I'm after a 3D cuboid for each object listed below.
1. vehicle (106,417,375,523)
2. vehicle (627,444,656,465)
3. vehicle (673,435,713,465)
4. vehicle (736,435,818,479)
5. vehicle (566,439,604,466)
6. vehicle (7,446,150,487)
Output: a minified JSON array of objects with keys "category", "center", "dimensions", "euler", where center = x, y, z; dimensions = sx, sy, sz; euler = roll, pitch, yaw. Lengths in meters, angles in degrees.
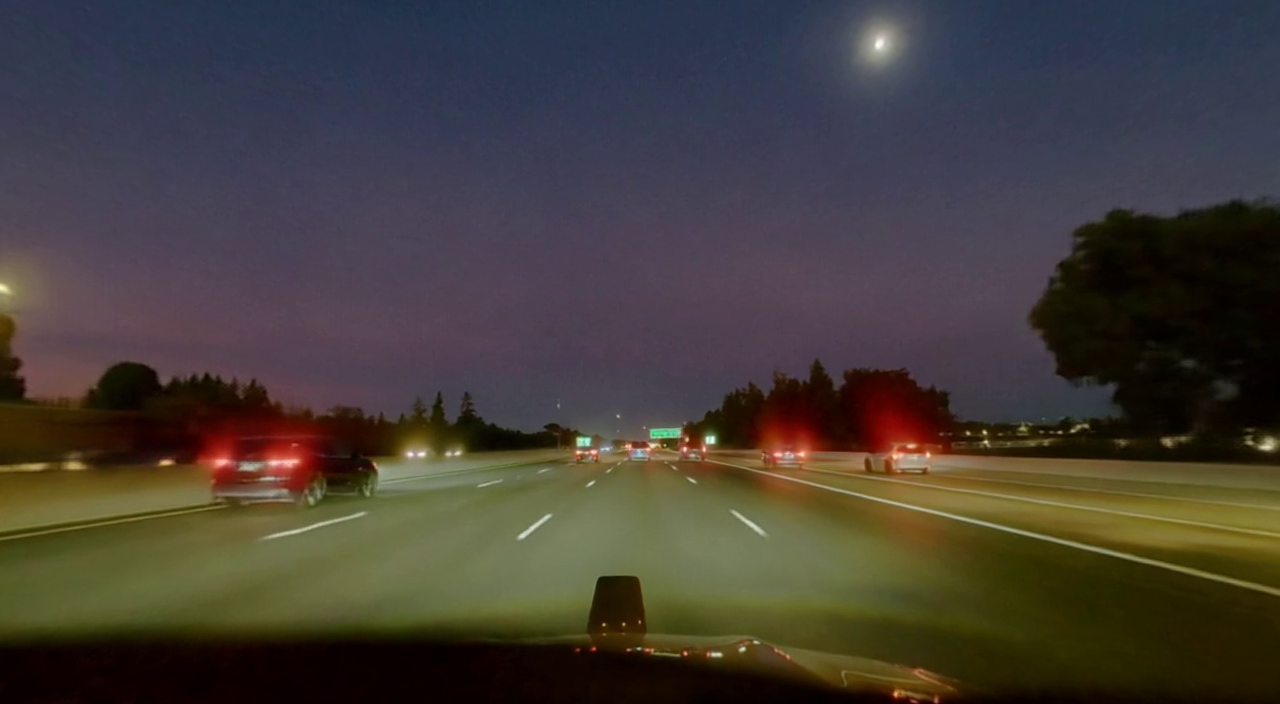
[{"category":"vehicle","center":[-7.906,2.395,13.391],"dimensions":[2.199,1.781,5.271],"euler":[0,-8,1]},{"category":"vehicle","center":[0.106,7.553,46.797],"dimensions":[2.050,1.452,3.917],"euler":[0,-8,0]},{"category":"vehicle","center":[3.680,6.916,44.690],"dimensions":[2.348,1.991,5.460],"euler":[0,-8,0]},{"category":"vehicle","center":[5.598,4.360,26.428],"dimensions":[2.196,1.659,4.451],"euler":[0,-8,-3]},{"category":"vehicle","center":[-3.790,6.999,44.044],"dimensions":[2.118,1.750,4.875],"euler":[0,-8,1]},{"category":"vehicle","center":[-22.617,4.589,25.662],"dimensions":[1.926,1.487,4.171],"euler":[-1,-8,1]}]
